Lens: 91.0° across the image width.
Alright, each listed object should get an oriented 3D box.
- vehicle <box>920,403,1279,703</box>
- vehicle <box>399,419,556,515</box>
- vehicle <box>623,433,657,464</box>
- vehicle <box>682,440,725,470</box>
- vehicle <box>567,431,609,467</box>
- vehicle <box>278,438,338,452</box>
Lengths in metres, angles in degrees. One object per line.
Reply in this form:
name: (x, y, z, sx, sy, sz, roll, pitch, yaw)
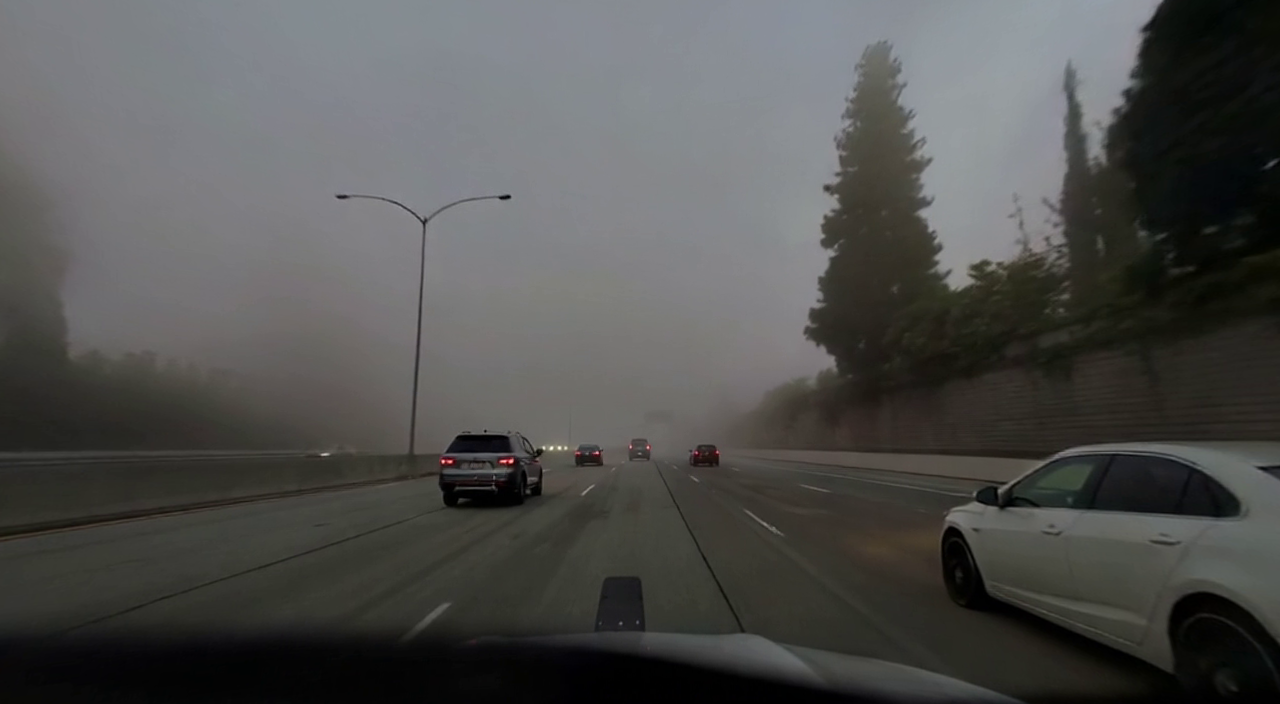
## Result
vehicle: (3.564, 1.134, 3.429, 1.916, 1.566, 4.611, 1, -8, -1)
vehicle: (-3.507, 2.616, 14.920, 2.184, 1.819, 5.441, 0, -8, 1)
vehicle: (0.002, 7.502, 49.034, 2.485, 2.215, 5.199, 0, -8, 0)
vehicle: (3.997, 6.548, 40.311, 2.224, 1.752, 4.487, 0, -8, -1)
vehicle: (-3.336, 6.412, 41.548, 2.378, 2.214, 4.352, 0, -8, 0)
vehicle: (-19.998, 5.607, 38.070, 1.675, 0.796, 3.525, 0, -8, 0)
